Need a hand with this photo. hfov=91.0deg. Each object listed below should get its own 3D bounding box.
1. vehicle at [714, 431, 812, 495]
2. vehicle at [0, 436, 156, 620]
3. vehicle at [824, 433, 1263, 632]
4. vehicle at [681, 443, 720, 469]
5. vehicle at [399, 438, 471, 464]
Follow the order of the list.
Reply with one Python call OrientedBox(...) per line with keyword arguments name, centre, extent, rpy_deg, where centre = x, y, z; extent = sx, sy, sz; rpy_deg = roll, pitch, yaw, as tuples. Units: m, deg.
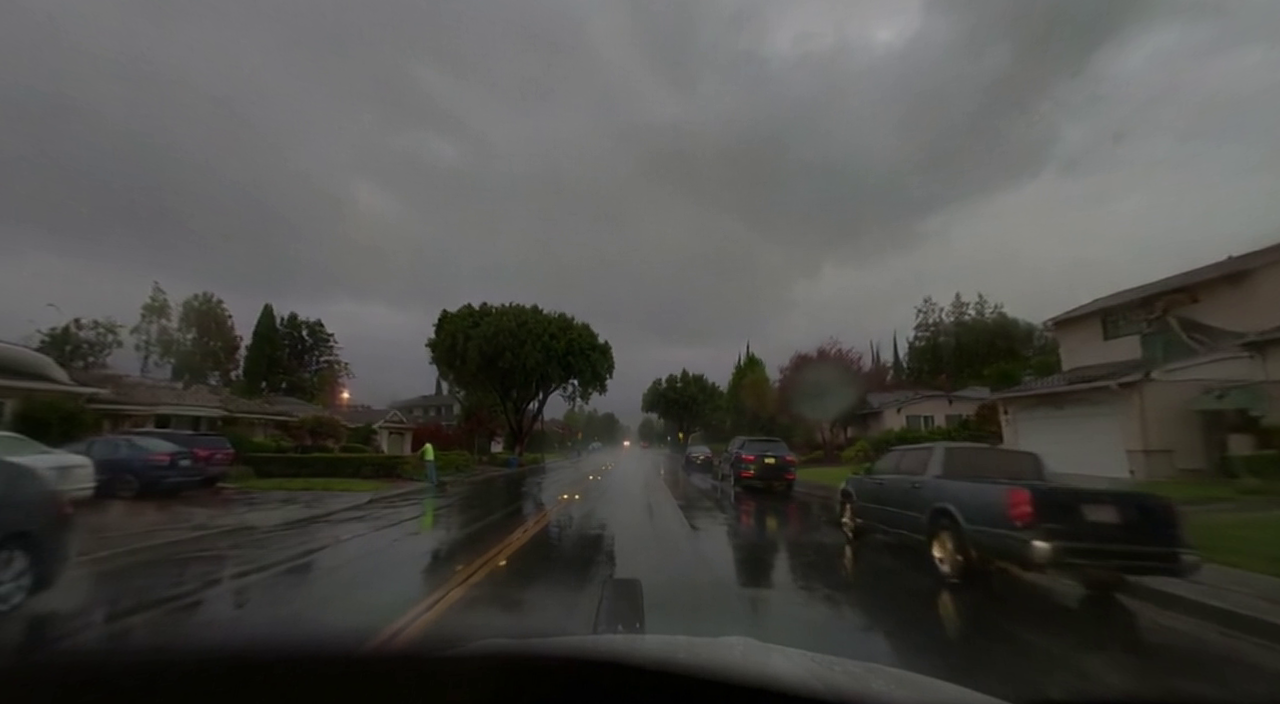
OrientedBox(name="vehicle", centre=(3.754, 3.497, 20.222), extent=(2.039, 1.780, 4.884), rpy_deg=(0, -9, -2))
OrientedBox(name="vehicle", centre=(-6.274, 1.391, 4.501), extent=(1.985, 1.497, 4.655), rpy_deg=(-2, -8, -1))
OrientedBox(name="vehicle", centre=(3.796, 1.736, 7.173), extent=(1.949, 1.505, 4.483), rpy_deg=(0, -9, -1))
OrientedBox(name="vehicle", centre=(3.738, 6.540, 39.734), extent=(1.897, 1.521, 4.835), rpy_deg=(0, -9, -1))
OrientedBox(name="vehicle", centre=(-15.715, 7.602, 48.414), extent=(4.882, 1.777, 2.025), rpy_deg=(-2, -9, -2))
